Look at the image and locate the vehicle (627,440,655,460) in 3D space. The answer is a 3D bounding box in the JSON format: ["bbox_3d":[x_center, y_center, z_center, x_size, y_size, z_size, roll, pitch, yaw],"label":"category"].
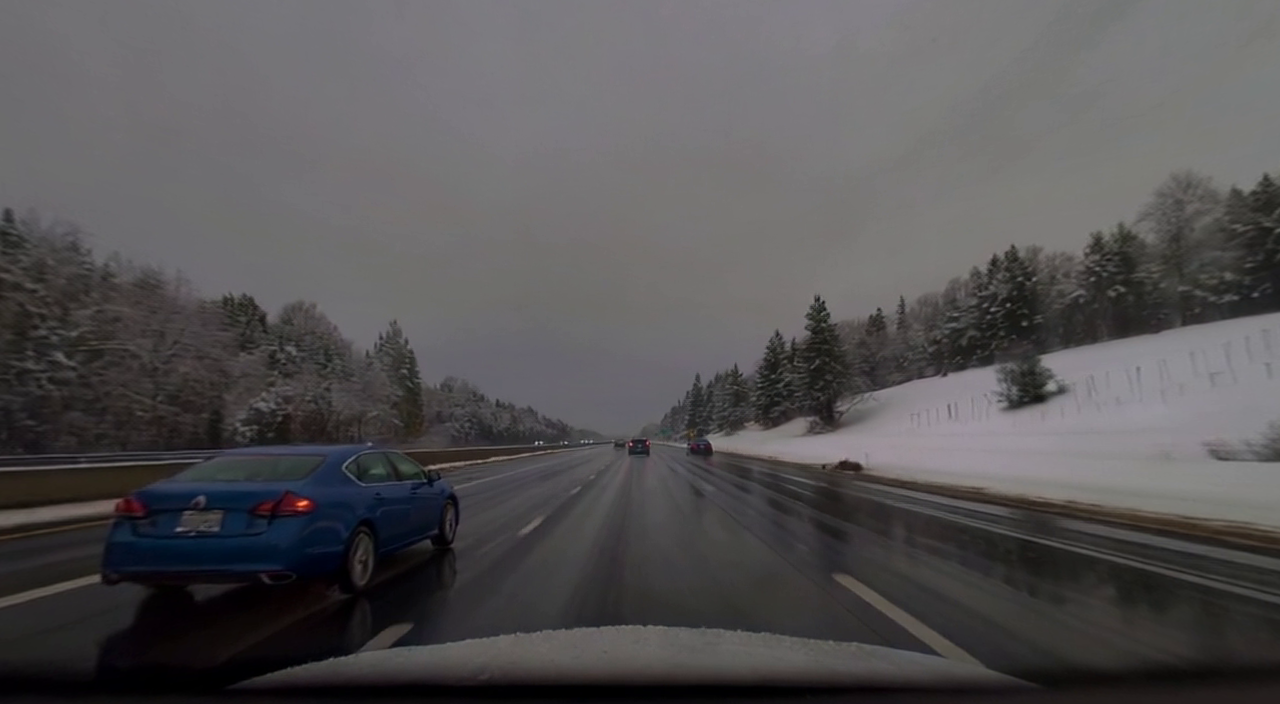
[{"bbox_3d":[0.043,7.451,47.756,2.052,1.449,3.857,0,-8,0],"label":"vehicle"}]

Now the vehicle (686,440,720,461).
[{"bbox_3d":[4.651,7.352,47.001,2.008,1.524,4.598,0,-8,-1],"label":"vehicle"}]
